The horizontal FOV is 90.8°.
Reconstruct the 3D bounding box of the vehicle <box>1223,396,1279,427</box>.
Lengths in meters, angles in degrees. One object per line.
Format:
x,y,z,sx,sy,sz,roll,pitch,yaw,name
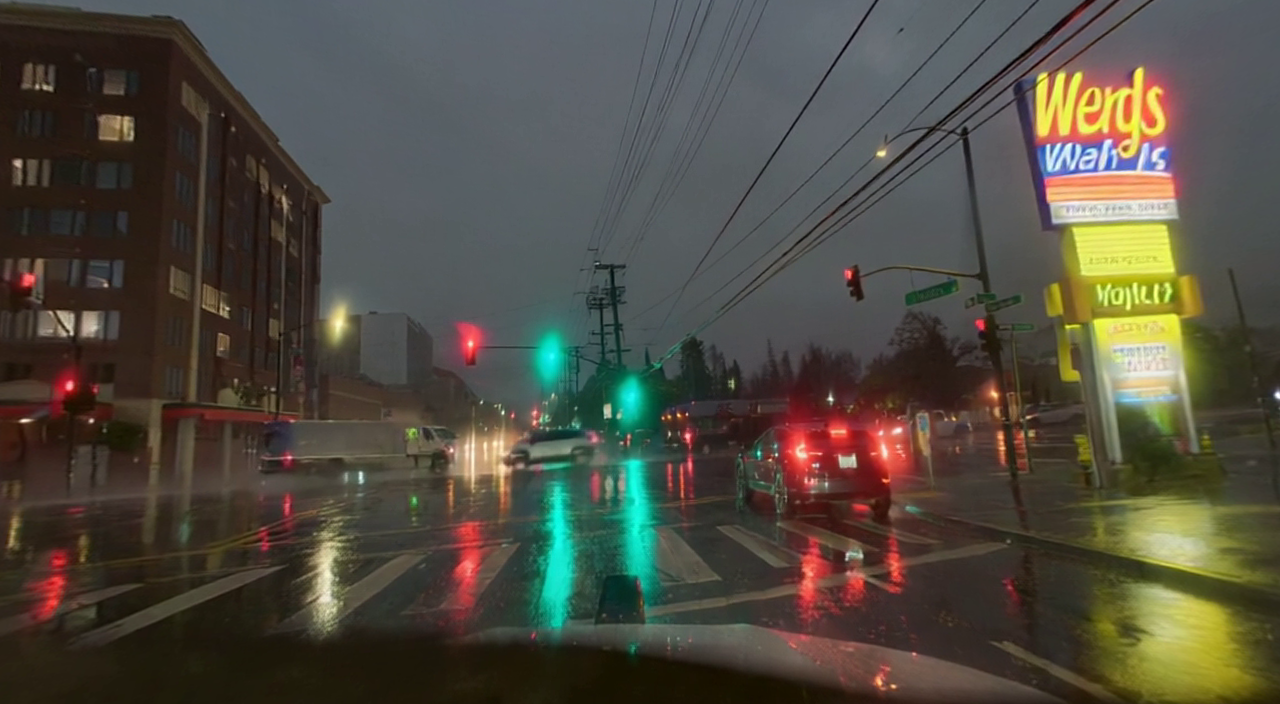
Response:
39.171,3.813,39.906,4.637,1.723,1.911,4,-10,-29,vehicle

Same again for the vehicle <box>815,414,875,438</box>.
16.041,5.831,49.416,4.589,1.730,1.801,5,-10,-31,vehicle

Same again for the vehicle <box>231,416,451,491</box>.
-8.831,3.015,19.010,5.603,1.938,2.081,6,-10,-36,vehicle

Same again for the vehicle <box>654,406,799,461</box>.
3.554,3.345,25.696,5.588,1.985,2.374,5,-10,-31,vehicle

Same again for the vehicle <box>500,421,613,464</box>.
-3.707,4.053,28.298,4.599,1.766,1.938,5,-10,-30,vehicle

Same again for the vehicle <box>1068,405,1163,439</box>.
23.031,3.442,30.564,4.499,1.524,1.784,4,-10,-28,vehicle
